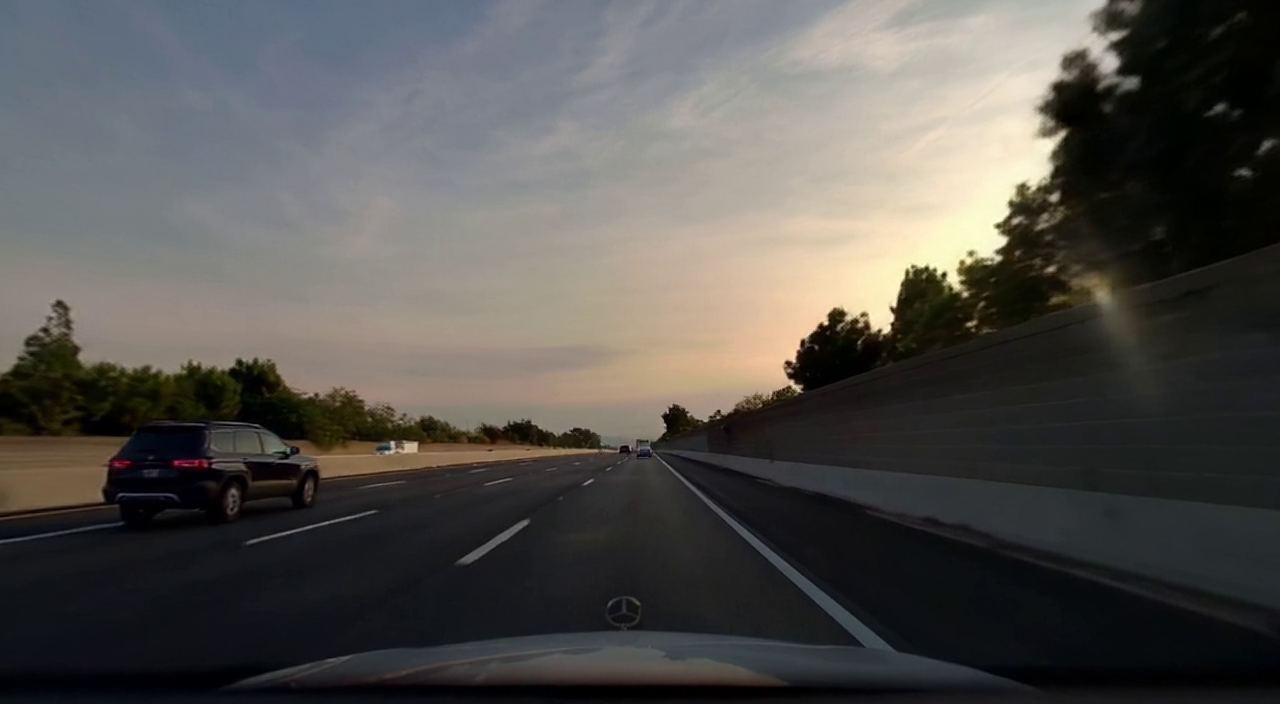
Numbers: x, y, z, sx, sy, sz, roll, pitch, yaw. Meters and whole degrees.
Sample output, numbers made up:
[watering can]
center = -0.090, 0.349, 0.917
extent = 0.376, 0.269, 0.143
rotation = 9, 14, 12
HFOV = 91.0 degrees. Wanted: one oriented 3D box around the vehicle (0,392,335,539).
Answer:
[vehicle]
center = -7.679, 1.892, 10.971
extent = 2.163, 1.947, 4.959
rotation = 0, -9, 0
